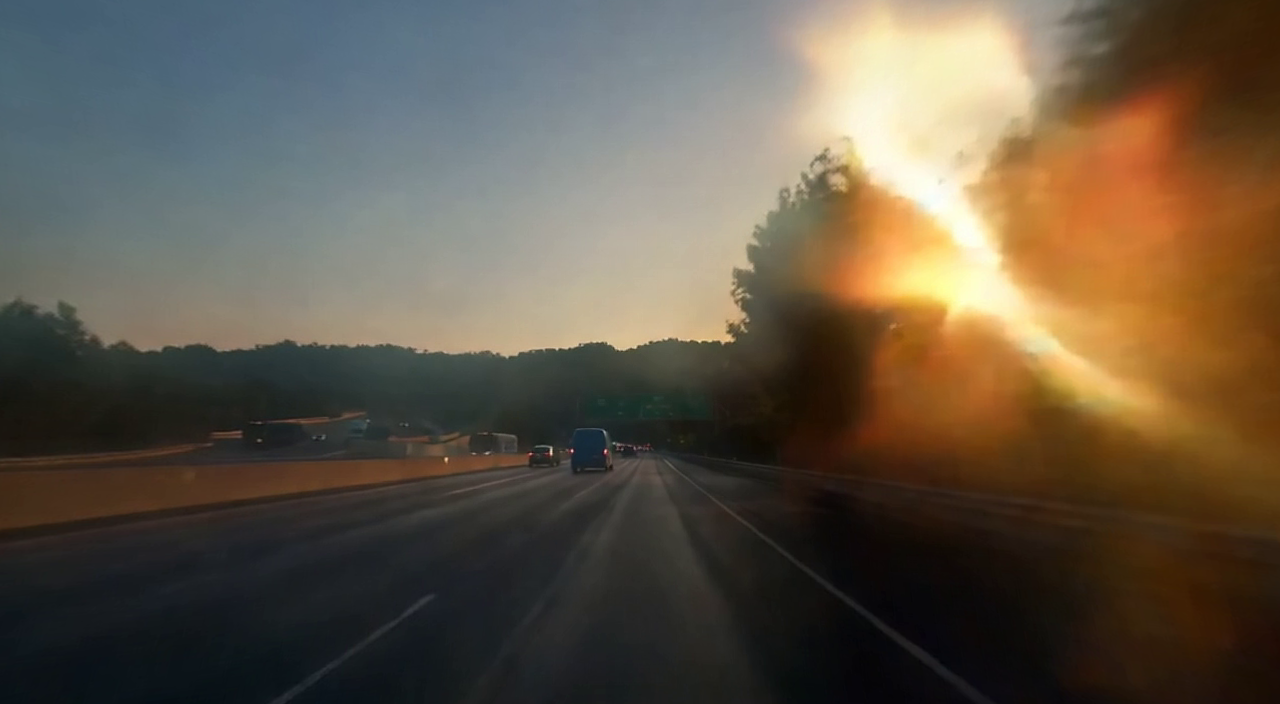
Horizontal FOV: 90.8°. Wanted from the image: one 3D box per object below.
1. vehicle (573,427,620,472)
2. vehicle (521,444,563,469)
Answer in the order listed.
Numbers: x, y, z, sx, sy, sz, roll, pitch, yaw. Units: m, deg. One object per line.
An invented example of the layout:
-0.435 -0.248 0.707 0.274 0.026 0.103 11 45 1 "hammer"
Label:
-2.572 6.073 39.187 2.437 2.565 5.829 0 -9 1 "vehicle"
-6.767 7.297 44.065 2.164 1.664 4.252 0 -9 1 "vehicle"
